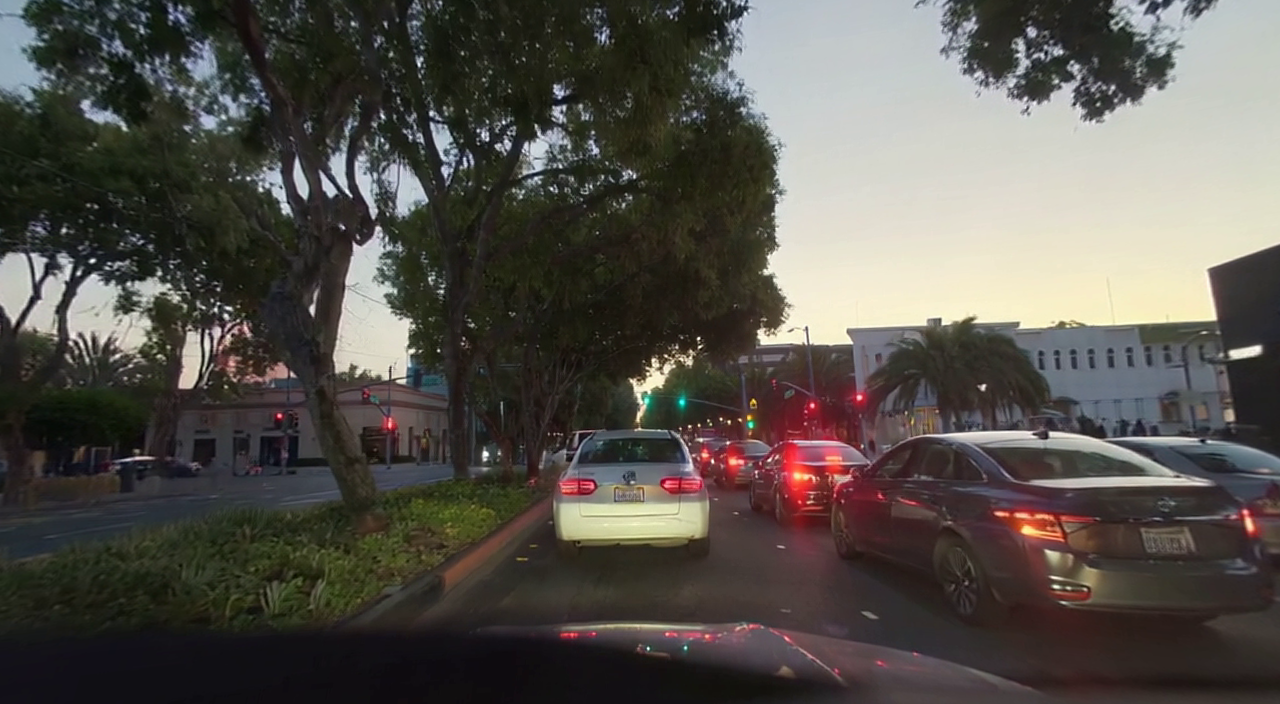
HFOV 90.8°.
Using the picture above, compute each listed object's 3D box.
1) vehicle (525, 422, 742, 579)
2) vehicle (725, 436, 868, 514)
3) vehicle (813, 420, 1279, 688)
[{"bbox_3d":[-0.099,1.757,8.254,2.118,1.512,4.013,0,-9,-1],"label":"vehicle"},{"bbox_3d":[3.317,2.714,14.436,1.996,1.469,4.495,0,-9,-2],"label":"vehicle"},{"bbox_3d":[3.223,1.454,5.818,1.912,1.454,4.537,0,-9,-1],"label":"vehicle"}]
